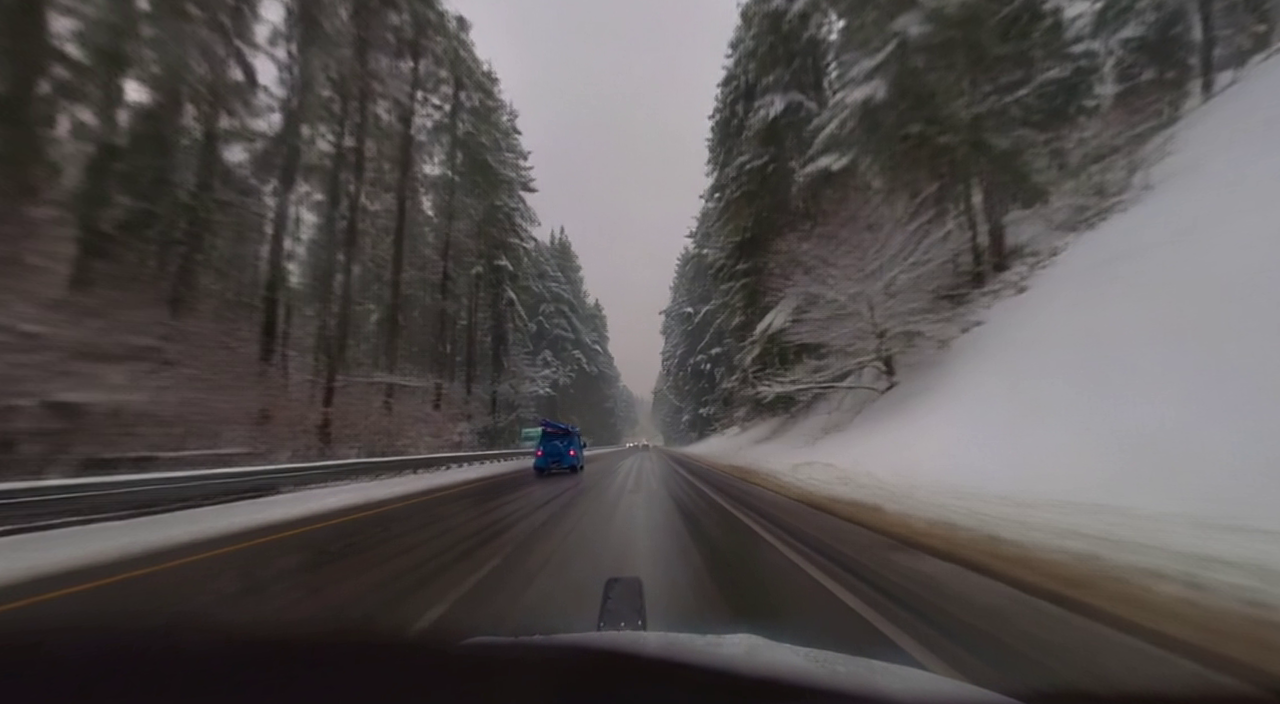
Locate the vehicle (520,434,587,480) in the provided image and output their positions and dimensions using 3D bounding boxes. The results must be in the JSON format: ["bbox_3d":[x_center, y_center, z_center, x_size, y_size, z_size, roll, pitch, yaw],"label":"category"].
[{"bbox_3d":[-3.511,4.342,26.371,2.084,1.752,4.479,0,-8,2],"label":"vehicle"}]
